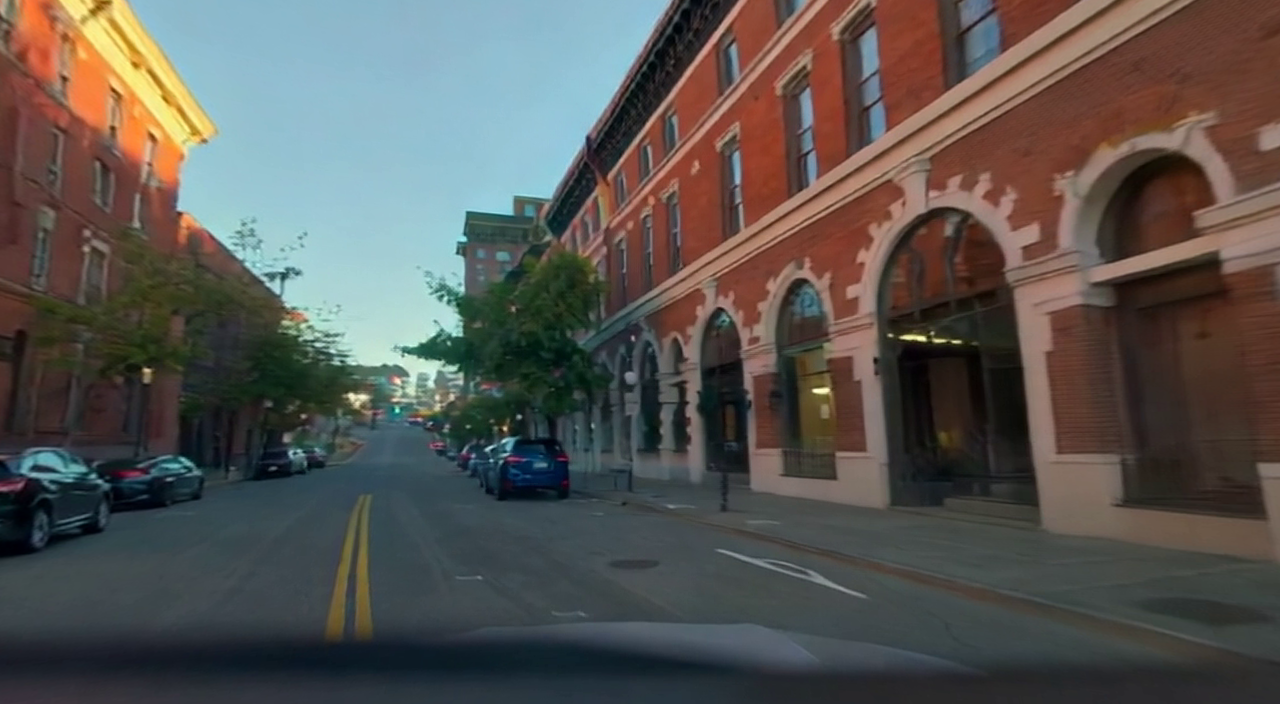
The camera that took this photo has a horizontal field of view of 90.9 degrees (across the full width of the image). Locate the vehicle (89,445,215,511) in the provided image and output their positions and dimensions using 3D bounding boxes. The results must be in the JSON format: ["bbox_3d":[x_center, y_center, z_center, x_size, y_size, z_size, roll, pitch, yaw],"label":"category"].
[{"bbox_3d":[-12.617,3.207,16.539,1.631,1.459,3.489,1,-8,-21],"label":"vehicle"}]

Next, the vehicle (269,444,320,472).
[{"bbox_3d":[-19.851,6.092,36.368,1.934,1.478,4.180,3,-9,-20],"label":"vehicle"}]

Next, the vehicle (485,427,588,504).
[{"bbox_3d":[-2.984,3.056,17.388,1.953,1.804,4.518,3,-9,-20],"label":"vehicle"}]

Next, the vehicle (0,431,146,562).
[{"bbox_3d":[-10.275,2.201,10.323,2.186,1.705,5.078,3,-9,-24],"label":"vehicle"}]
